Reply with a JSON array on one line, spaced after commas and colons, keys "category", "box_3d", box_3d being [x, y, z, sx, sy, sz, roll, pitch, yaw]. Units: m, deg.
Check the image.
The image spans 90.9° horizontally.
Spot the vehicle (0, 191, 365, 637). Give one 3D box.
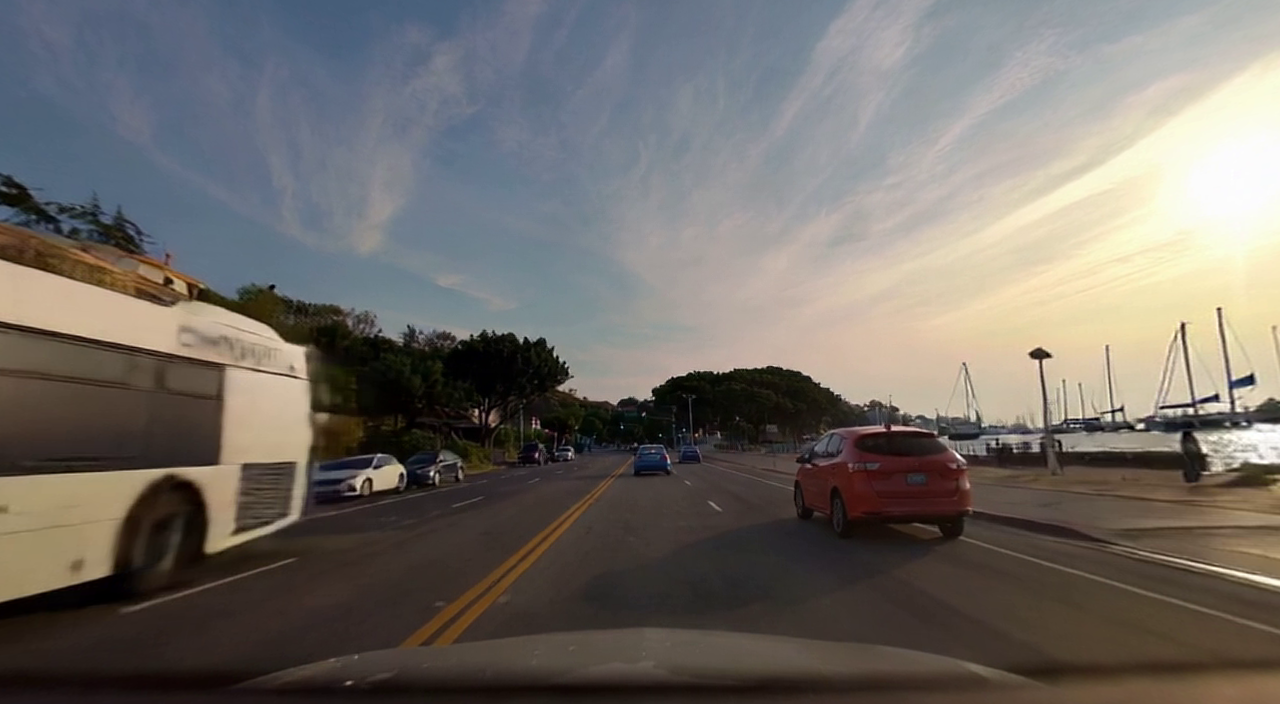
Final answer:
[{"category": "vehicle", "box_3d": [-6.303, 0.717, 6.422, 2.781, 3.405, 8.989, -1, -9, 1]}]

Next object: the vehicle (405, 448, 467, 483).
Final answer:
[{"category": "vehicle", "box_3d": [-10.138, 5.632, 31.570, 1.701, 1.528, 3.881, -1, -8, 1]}]

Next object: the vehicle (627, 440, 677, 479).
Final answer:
[{"category": "vehicle", "box_3d": [0.497, 4.876, 28.771, 2.132, 1.632, 3.838, 0, -9, 0]}]

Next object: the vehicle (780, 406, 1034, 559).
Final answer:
[{"category": "vehicle", "box_3d": [3.699, 1.897, 9.827, 2.000, 1.809, 4.405, 0, -9, 0]}]
